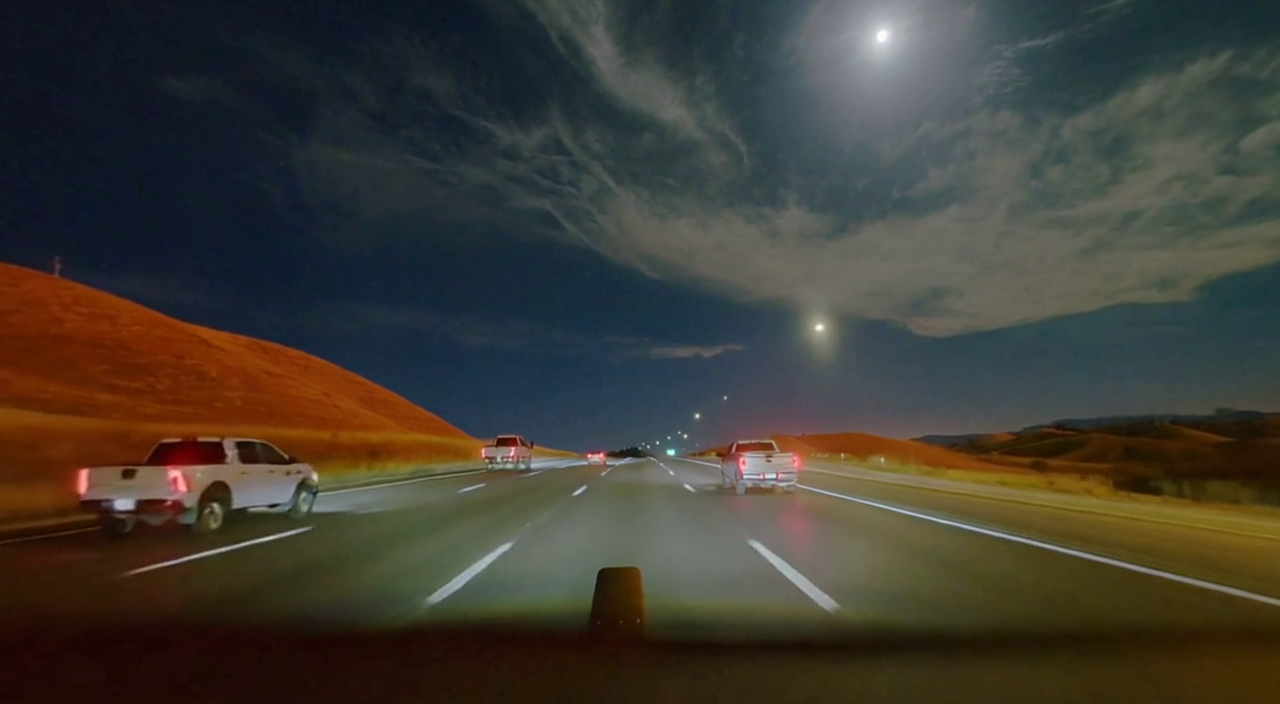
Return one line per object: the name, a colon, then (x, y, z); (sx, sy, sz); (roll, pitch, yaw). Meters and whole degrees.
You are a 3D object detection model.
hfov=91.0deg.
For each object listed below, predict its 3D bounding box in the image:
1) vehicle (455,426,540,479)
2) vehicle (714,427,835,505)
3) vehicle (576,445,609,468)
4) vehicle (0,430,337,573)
vehicle: (-7.405, 5.358, 33.770); (2.937, 2.509, 7.090); (0, -9, -1)
vehicle: (3.399, 3.024, 17.027); (2.231, 1.789, 4.700); (0, -9, 0)
vehicle: (-3.401, 7.572, 45.855); (2.009, 1.593, 4.378); (0, -9, 0)
vehicle: (-6.689, 2.026, 9.406); (1.935, 1.550, 4.883); (0, -9, -1)
